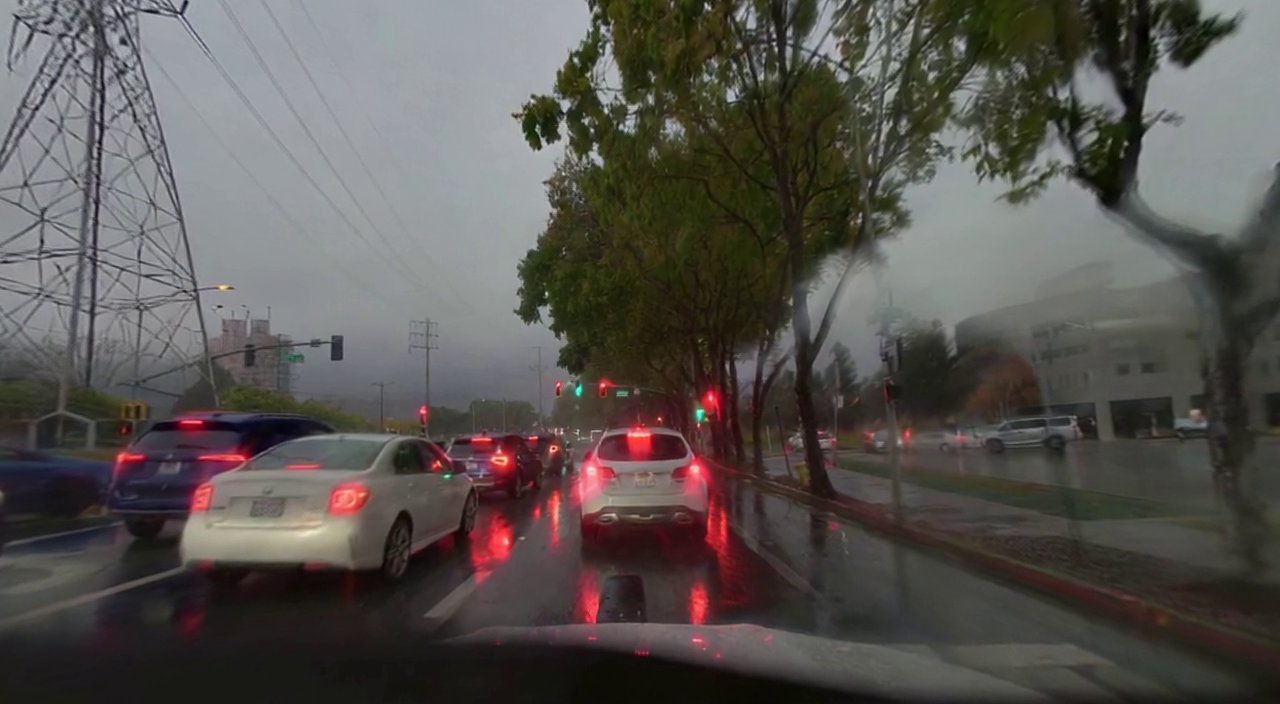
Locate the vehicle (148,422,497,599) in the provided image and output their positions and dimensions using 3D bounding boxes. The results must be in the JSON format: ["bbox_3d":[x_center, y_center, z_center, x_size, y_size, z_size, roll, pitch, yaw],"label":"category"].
[{"bbox_3d":[-3.181,1.663,7.610,1.973,1.469,4.448,0,-8,-1],"label":"vehicle"}]

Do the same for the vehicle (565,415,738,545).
[{"bbox_3d":[0.092,1.966,10.359,2.239,1.661,4.224,0,-8,-2],"label":"vehicle"}]

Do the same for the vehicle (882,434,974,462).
[{"bbox_3d":[15.077,5.036,33.171,3.858,1.437,1.899,1,-8,-5],"label":"vehicle"}]
